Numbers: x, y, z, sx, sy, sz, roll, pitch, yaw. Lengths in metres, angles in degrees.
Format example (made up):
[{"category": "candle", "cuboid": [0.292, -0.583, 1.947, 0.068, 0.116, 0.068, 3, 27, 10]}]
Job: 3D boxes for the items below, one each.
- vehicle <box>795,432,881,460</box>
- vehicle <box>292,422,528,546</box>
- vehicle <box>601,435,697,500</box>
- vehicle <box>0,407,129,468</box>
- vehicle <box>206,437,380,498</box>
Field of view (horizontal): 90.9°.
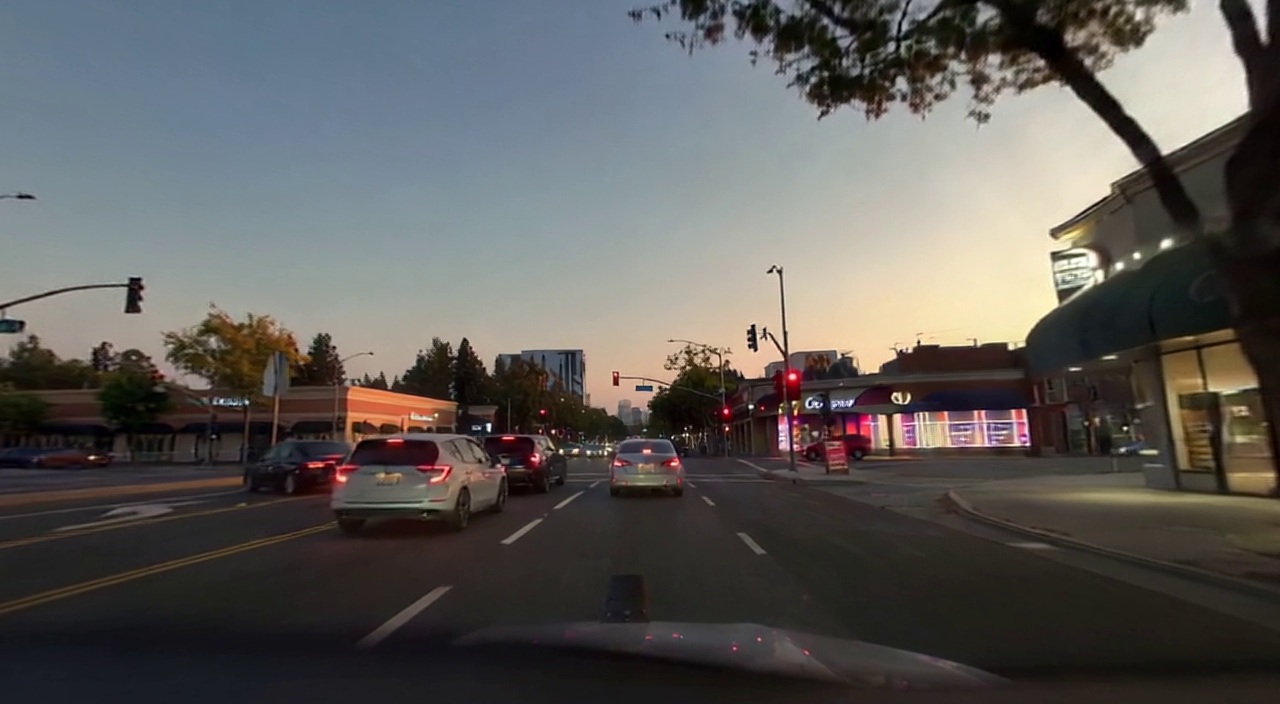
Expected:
[{"category": "vehicle", "cuboid": [13.120, 6.268, 42.057, 5.032, 1.762, 1.982, 0, -8, 0]}, {"category": "vehicle", "cuboid": [-3.265, 1.972, 10.087, 2.029, 1.517, 4.375, 0, -8, 1]}, {"category": "vehicle", "cuboid": [0.312, 2.991, 16.813, 2.258, 1.507, 3.896, -1, -8, 3]}, {"category": "vehicle", "cuboid": [-46.178, 6.272, 45.747, 14.685, 4.167, 2.923, -1, -8, -5]}, {"category": "vehicle", "cuboid": [-9.476, 3.170, 17.788, 2.096, 1.474, 4.585, -1, -8, 4]}]
